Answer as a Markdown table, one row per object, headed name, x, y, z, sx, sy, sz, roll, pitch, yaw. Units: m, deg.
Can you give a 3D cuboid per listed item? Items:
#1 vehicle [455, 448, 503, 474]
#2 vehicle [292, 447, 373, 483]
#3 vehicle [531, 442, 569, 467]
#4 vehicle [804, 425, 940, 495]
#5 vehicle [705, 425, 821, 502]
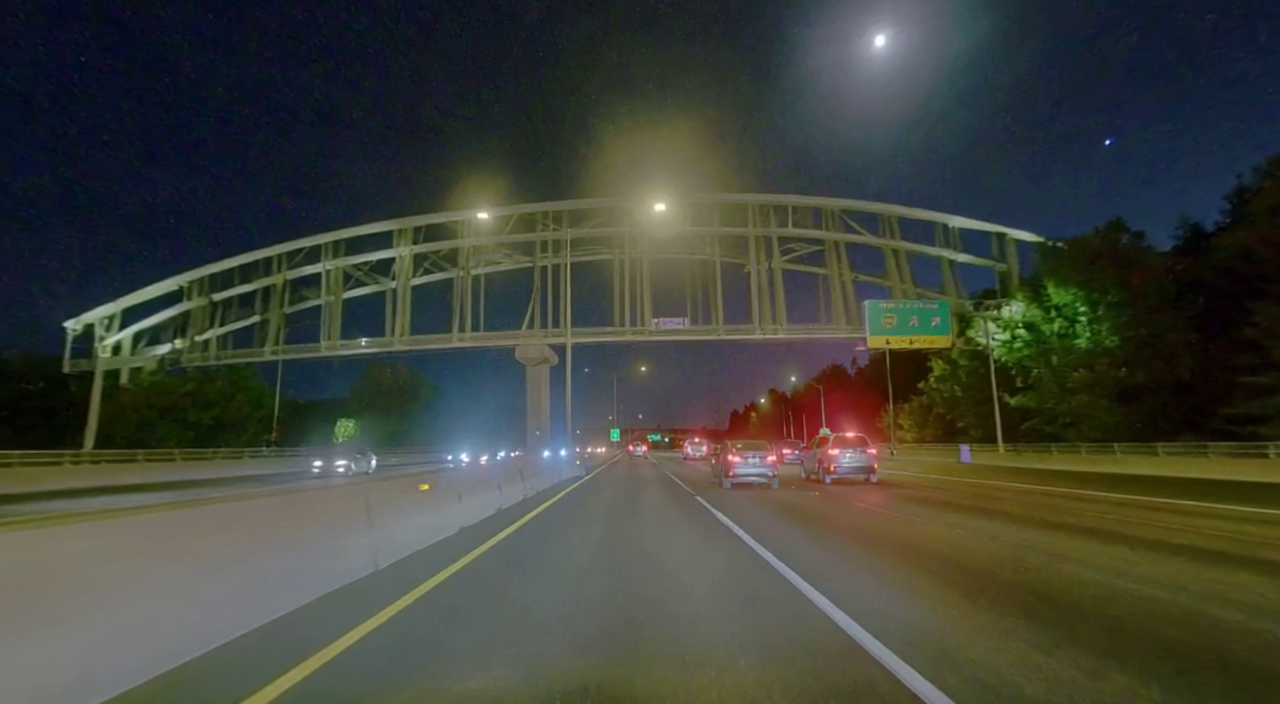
| name | x | y | z | sx | sy | sz | roll | pitch | yaw |
| --- | --- | --- | --- | --- | --- | --- | --- | --- | --- |
| vehicle | -9.901 | 6.708 | 39.106 | 1.828 | 1.437 | 4.329 | 0 | -9 | 0 |
| vehicle | -16.970 | 6.216 | 35.202 | 2.130 | 1.820 | 4.796 | 0 | -9 | 0 |
| vehicle | -6.336 | 7.291 | 45.003 | 2.019 | 1.633 | 4.367 | 0 | -9 | 0 |
| vehicle | 6.634 | 3.158 | 18.809 | 2.040 | 1.801 | 4.959 | 0 | -9 | -2 |
| vehicle | 3.005 | 2.845 | 16.467 | 2.059 | 1.711 | 4.302 | 0 | -9 | -1 |
